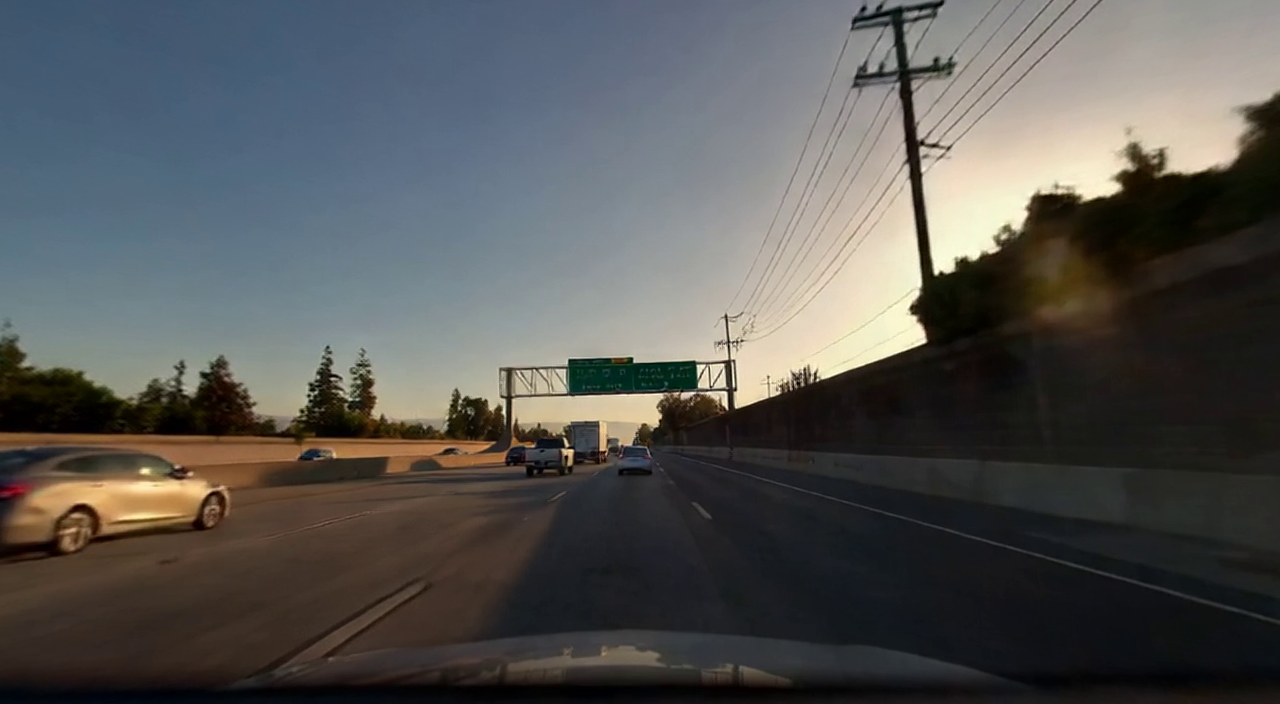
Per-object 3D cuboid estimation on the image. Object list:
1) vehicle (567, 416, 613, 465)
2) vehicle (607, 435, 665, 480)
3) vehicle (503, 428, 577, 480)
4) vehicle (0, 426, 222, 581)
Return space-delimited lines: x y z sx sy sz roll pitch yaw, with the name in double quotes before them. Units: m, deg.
"vehicle" -3.618 6.801 48.007 2.956 3.331 9.575 0 -8 -1
"vehicle" -0.135 4.288 25.841 2.178 1.640 4.071 0 -8 0
"vehicle" -3.822 4.000 24.966 2.109 1.840 4.614 0 -8 1
"vehicle" -7.320 1.630 7.113 2.025 1.510 4.582 0 -8 0
